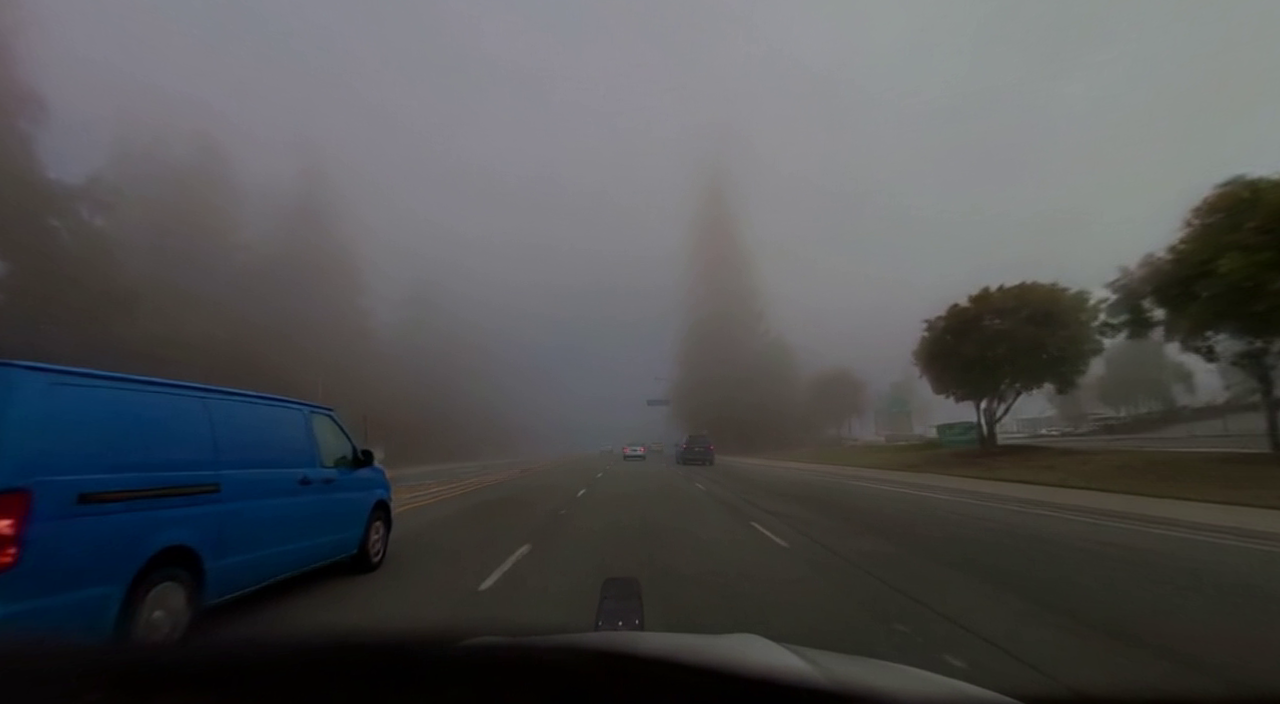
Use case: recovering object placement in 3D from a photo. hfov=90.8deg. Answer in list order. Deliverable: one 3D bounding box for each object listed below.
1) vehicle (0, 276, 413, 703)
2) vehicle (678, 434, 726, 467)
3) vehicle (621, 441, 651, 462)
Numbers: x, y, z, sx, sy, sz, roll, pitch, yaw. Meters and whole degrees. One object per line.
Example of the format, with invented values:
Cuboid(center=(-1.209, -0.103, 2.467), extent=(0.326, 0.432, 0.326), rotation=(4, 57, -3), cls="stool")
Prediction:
Cuboid(center=(-3.482, 0.935, 4.333), extent=(2.075, 1.863, 4.744), rotation=(0, -8, 0), cls="vehicle")
Cuboid(center=(3.451, 5.566, 35.792), extent=(2.181, 1.781, 4.257), rotation=(0, -8, -1), cls="vehicle")
Cuboid(center=(-0.282, 7.026, 44.782), extent=(2.039, 1.455, 3.826), rotation=(0, -8, -1), cls="vehicle")
